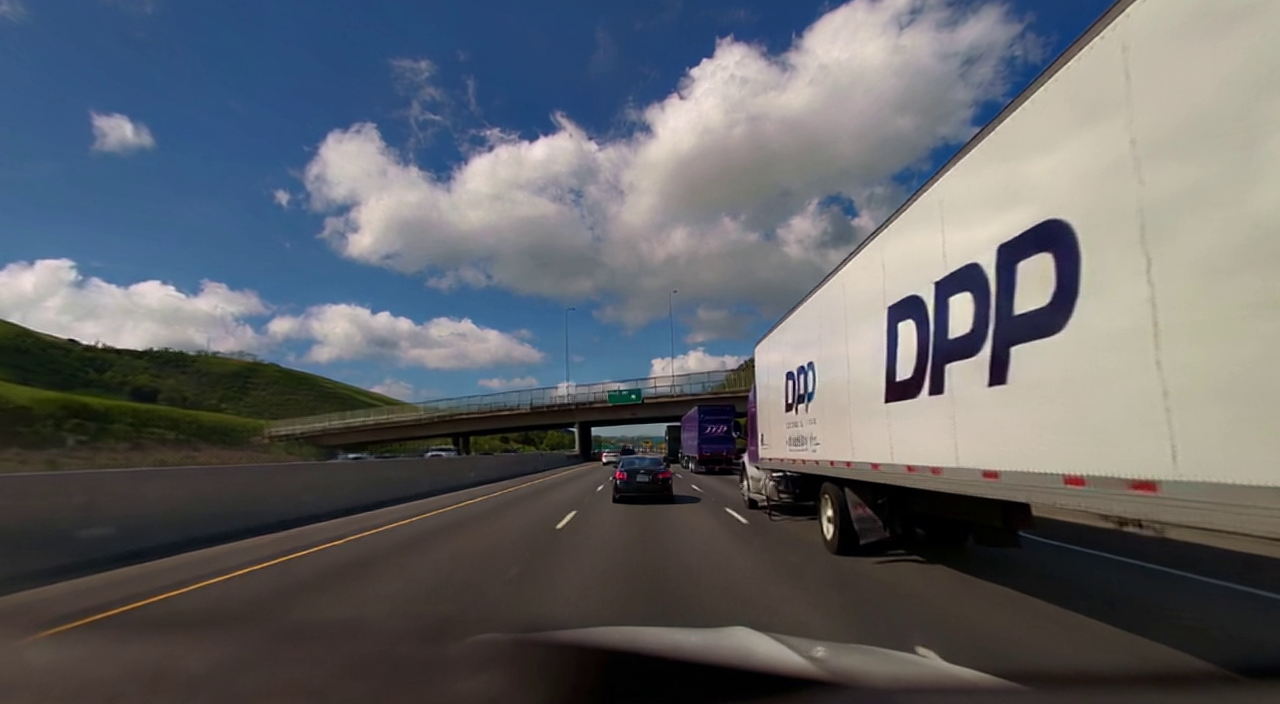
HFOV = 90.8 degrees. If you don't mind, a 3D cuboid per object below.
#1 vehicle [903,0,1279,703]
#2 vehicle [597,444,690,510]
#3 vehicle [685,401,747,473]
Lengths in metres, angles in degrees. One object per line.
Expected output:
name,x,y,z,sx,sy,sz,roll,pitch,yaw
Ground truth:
vehicle,4.107,-0.205,2.139,2.802,3.956,8.291,0,-9,0
vehicle,0.068,3.041,15.760,2.029,1.437,3.794,0,-9,0
vehicle,4.543,5.420,39.615,2.801,4.039,8.684,0,-9,0
